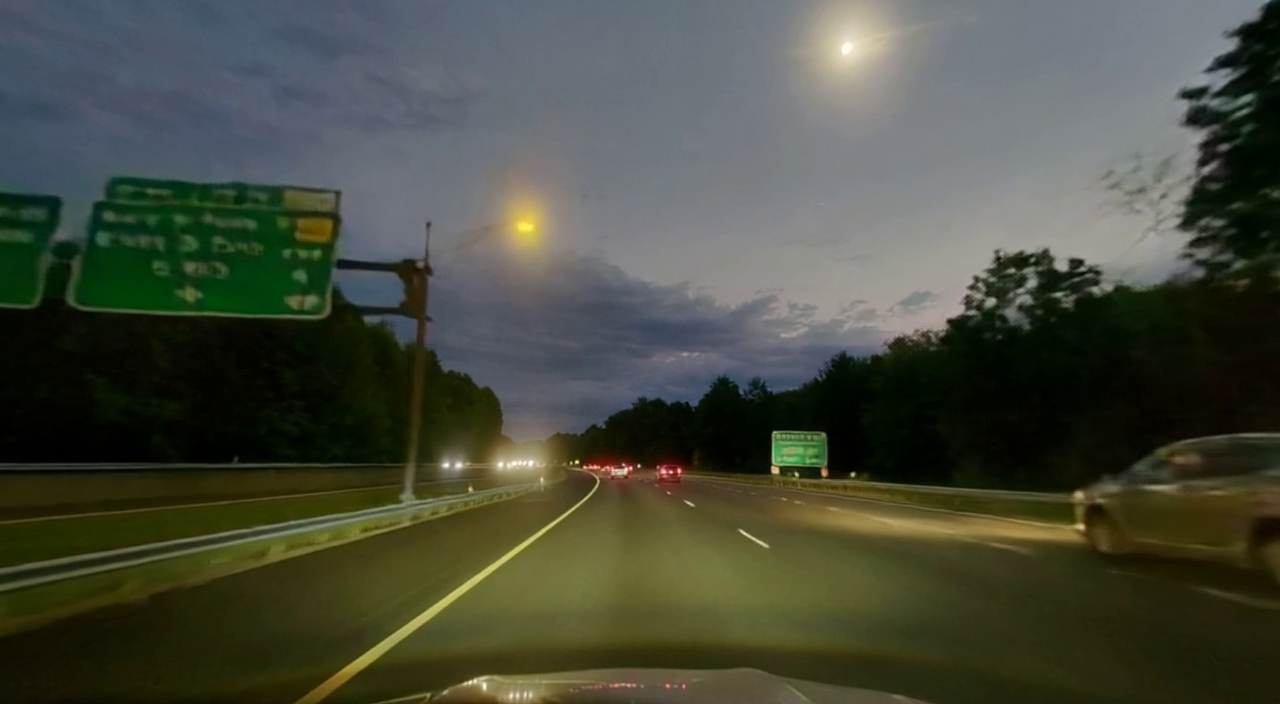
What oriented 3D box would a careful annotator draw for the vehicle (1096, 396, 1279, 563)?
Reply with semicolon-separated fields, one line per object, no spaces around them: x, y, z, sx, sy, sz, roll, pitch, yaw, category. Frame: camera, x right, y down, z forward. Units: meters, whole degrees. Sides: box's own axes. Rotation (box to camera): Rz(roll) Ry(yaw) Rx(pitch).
11.774;2.270;11.228;2.398;2.721;6.295;1;-10;-1;vehicle
